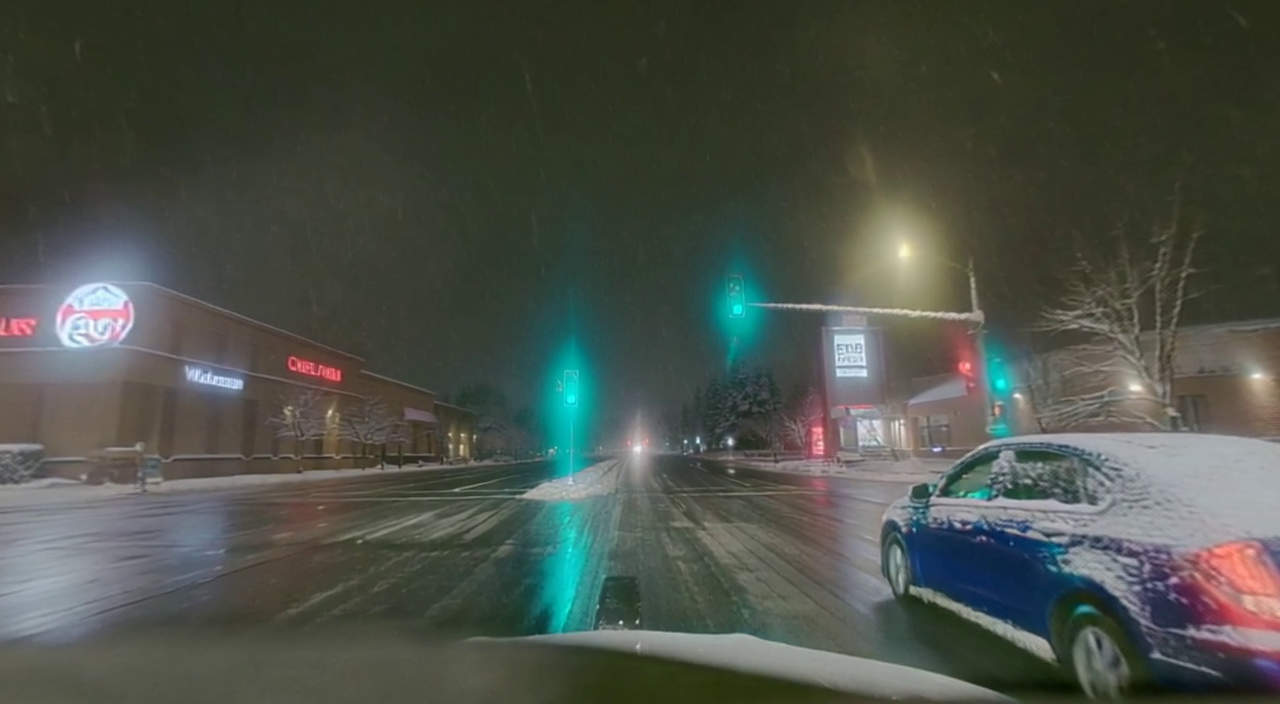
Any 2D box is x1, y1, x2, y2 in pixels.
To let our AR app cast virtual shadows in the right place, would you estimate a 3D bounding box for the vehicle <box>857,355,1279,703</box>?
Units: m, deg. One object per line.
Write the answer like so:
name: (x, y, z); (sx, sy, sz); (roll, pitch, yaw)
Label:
vehicle: (3.196, 1.077, 3.798); (2.015, 1.641, 4.995); (0, -8, 0)
